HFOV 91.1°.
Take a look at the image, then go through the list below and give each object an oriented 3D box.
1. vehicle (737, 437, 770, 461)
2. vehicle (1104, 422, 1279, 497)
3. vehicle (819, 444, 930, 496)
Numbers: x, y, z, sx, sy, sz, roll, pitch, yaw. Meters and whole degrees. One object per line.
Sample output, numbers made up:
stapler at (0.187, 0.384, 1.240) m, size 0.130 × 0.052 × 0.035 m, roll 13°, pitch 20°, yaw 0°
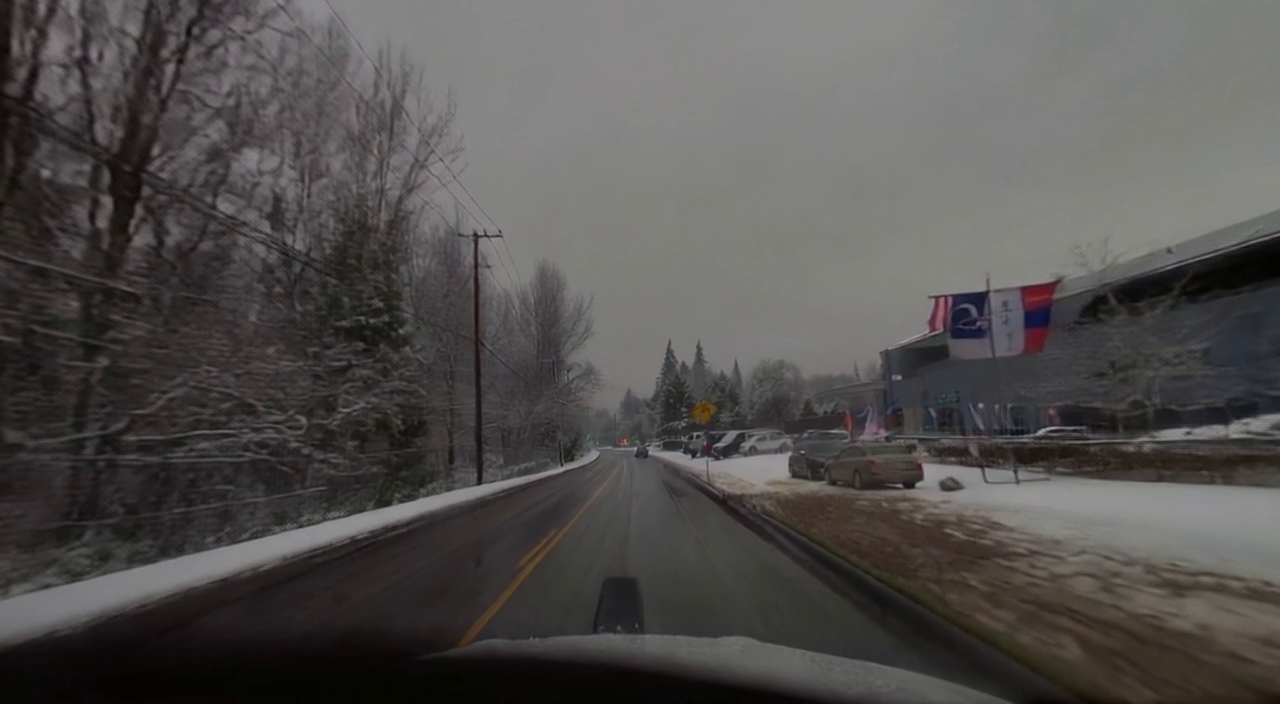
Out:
vehicle at (8.923, 7.652, 49.576) m, size 1.924 × 1.713 × 4.627 m, roll -1°, pitch -9°, yaw 3°
vehicle at (14.887, 2.760, 16.400) m, size 1.947 × 1.657 × 4.314 m, roll 1°, pitch -9°, yaw -6°
vehicle at (7.423, 3.772, 20.396) m, size 1.909 × 1.496 × 4.079 m, roll 0°, pitch -9°, yaw -2°
